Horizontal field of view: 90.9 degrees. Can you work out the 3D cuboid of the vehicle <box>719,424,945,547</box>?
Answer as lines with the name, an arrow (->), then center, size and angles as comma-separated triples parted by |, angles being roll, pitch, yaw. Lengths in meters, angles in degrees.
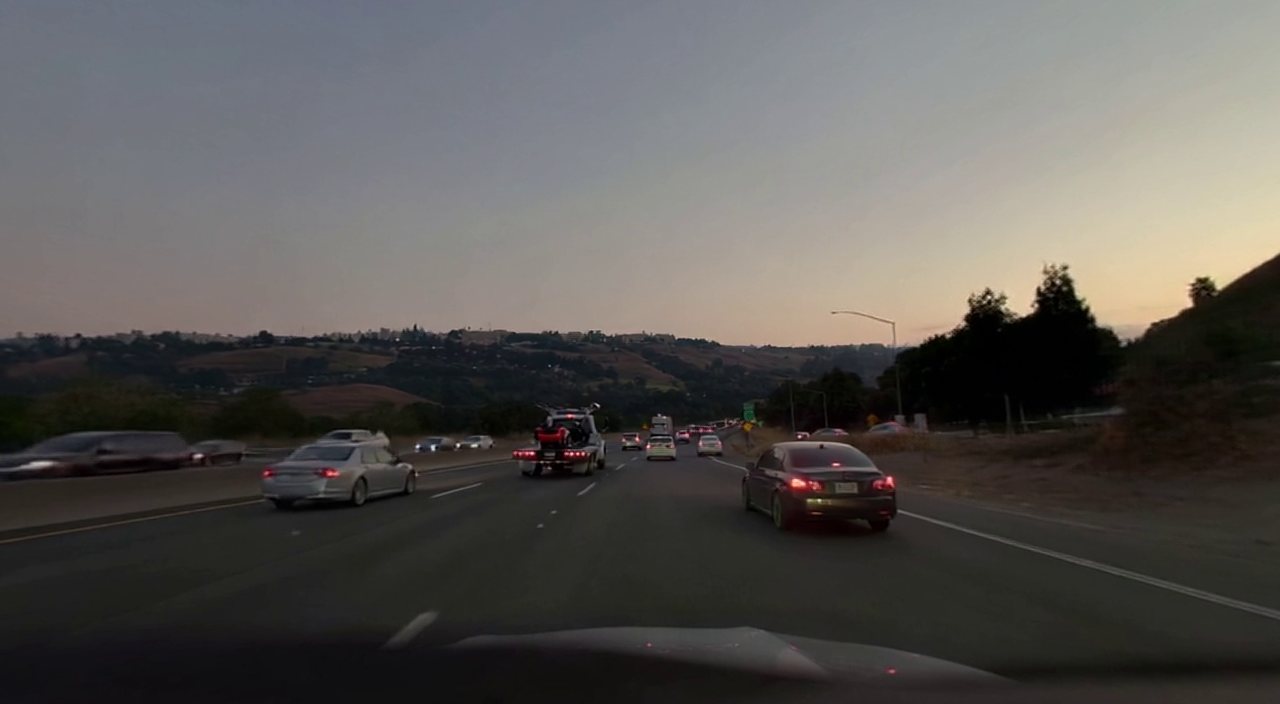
vehicle -> 2.636, 1.951, 9.934 | 2.040, 1.481, 4.260 | 0, -8, -3

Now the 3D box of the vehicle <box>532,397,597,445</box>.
vehicle -> -2.831, 2.789, 24.710 | 1.893, 1.674, 4.766 | 0, -8, 1

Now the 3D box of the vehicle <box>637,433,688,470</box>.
vehicle -> 0.984, 4.379, 27.801 | 2.079, 1.499, 3.915 | 0, -8, 2

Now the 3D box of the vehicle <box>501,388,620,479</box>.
vehicle -> -2.765, 3.414, 25.885 | 3.162, 2.955, 10.282 | 0, -8, 2

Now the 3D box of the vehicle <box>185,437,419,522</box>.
vehicle -> -6.519, 2.494, 13.031 | 1.964, 1.395, 4.948 | 0, -8, 2

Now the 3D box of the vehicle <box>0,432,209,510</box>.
vehicle -> -12.638, 2.652, 14.600 | 2.123, 1.511, 4.343 | 0, -8, 3

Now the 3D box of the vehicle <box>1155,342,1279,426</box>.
vehicle -> 13.991, 0.725, 13.580 | 1.979, 1.616, 4.268 | 1, -8, -4

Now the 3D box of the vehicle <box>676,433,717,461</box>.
vehicle -> 3.413, 5.847, 39.023 | 2.075, 1.614, 4.682 | 0, -8, -1
